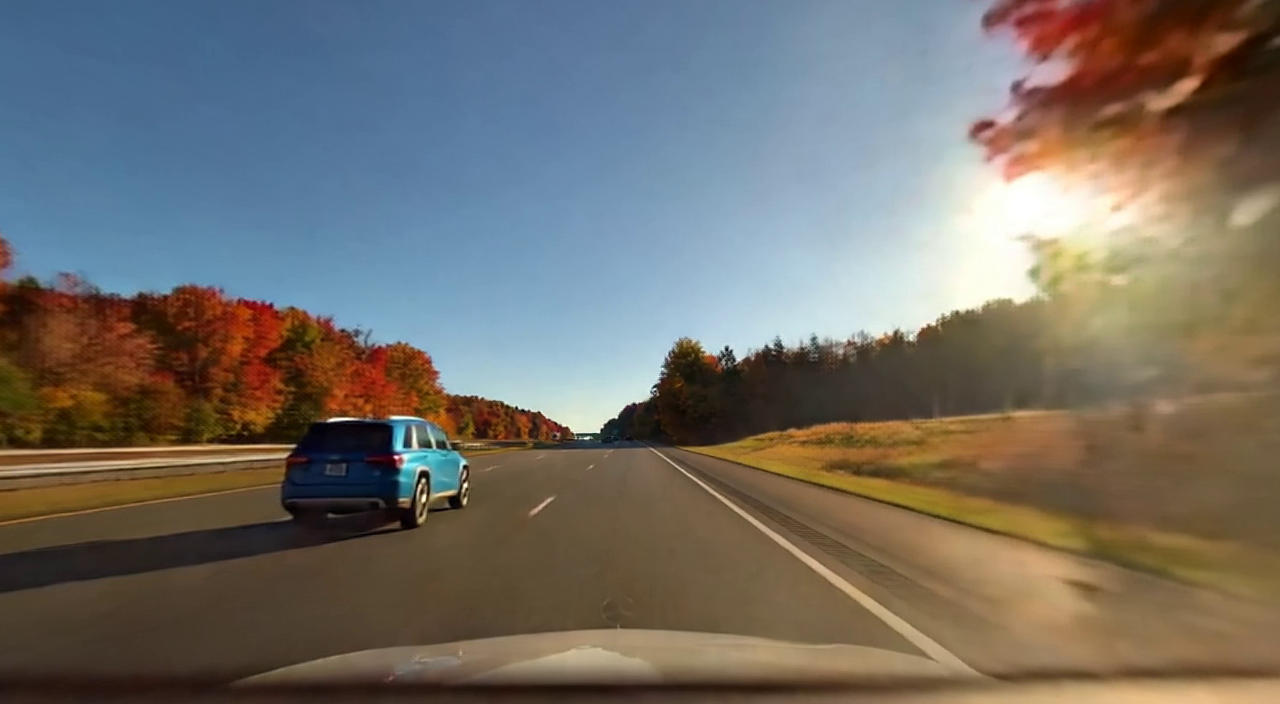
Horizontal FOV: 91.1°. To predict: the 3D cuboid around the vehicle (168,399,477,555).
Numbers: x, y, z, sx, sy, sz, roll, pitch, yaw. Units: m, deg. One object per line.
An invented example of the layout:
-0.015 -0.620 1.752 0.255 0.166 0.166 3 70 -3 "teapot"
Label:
-4.008 1.646 9.089 2.057 1.666 4.552 0 -8 1 "vehicle"
